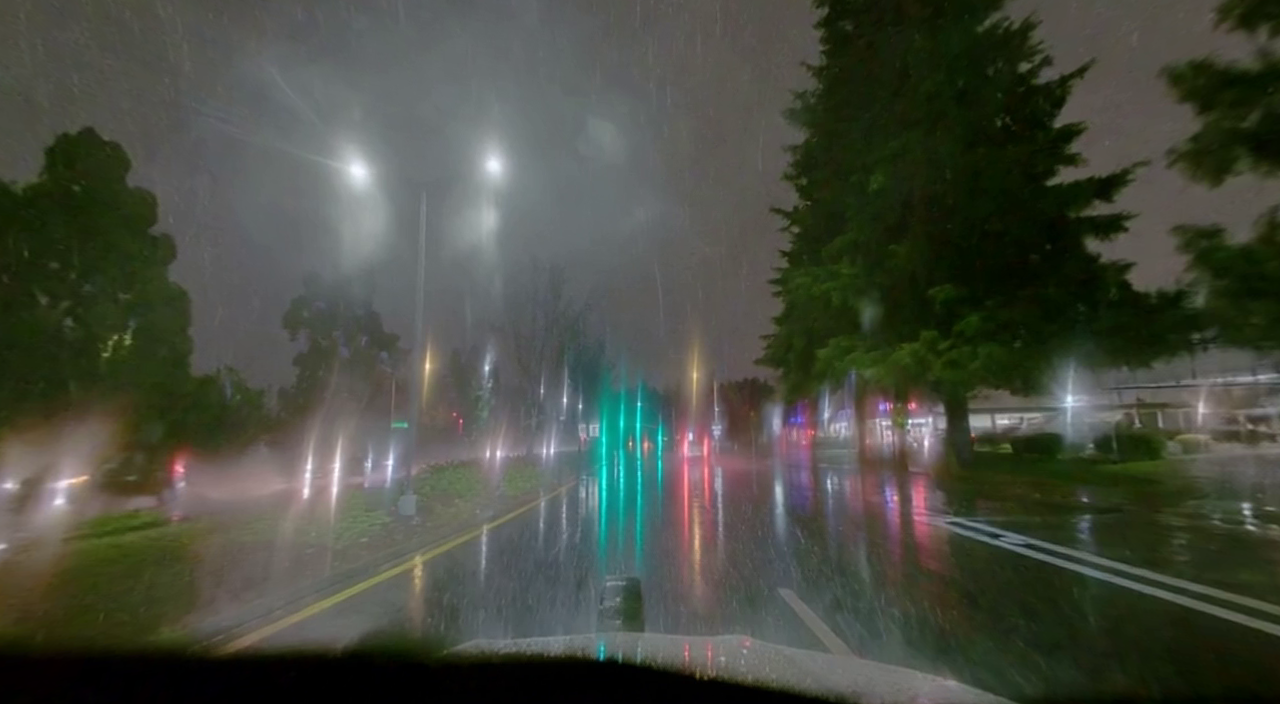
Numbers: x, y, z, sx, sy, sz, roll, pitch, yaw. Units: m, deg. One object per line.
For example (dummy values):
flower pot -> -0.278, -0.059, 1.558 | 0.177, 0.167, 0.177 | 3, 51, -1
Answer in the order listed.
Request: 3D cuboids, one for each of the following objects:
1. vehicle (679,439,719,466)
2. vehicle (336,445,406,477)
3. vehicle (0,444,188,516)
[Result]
vehicle -> 3.567, 6.162, 38.966 | 1.961, 1.580, 4.020 | 0, -8, -2
vehicle -> -14.353, 5.795, 34.009 | 1.962, 1.574, 4.612 | 0, -8, -3
vehicle -> -14.066, 3.143, 16.134 | 1.876, 1.573, 4.392 | 0, -8, -2
